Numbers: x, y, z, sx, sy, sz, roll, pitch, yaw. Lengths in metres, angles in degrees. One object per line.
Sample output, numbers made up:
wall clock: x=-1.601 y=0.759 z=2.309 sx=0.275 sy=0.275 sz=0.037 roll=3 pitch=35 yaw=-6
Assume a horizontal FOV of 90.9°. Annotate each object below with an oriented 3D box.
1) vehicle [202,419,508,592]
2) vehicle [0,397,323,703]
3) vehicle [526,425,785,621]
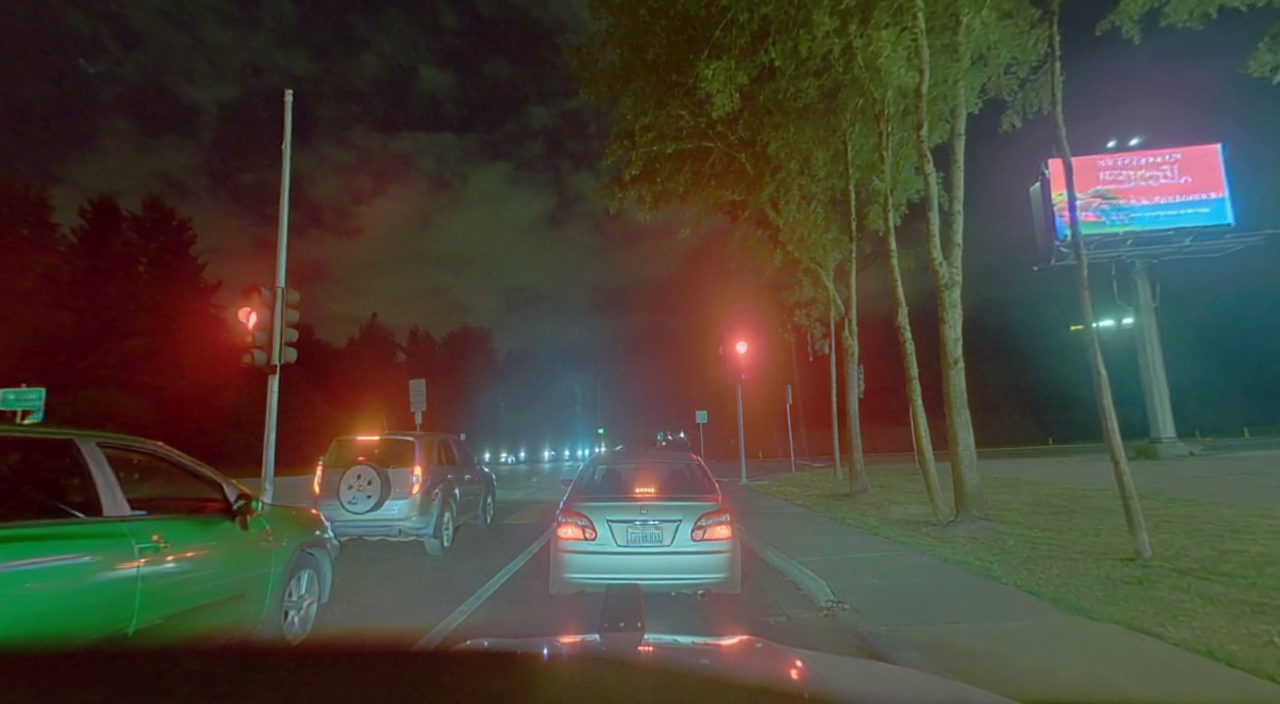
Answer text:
vehicle: x=-3.170 y=1.790 z=8.132 sx=1.950 sy=1.628 sz=4.082 roll=-1 pitch=-9 yaw=1
vehicle: x=-3.153 y=0.964 z=2.409 sx=1.808 sy=1.520 sz=3.846 roll=-1 pitch=-9 yaw=1
vehicle: x=0.053 y=1.575 z=6.622 sx=1.977 sy=1.467 sz=3.474 roll=0 pitch=-9 yaw=-2
